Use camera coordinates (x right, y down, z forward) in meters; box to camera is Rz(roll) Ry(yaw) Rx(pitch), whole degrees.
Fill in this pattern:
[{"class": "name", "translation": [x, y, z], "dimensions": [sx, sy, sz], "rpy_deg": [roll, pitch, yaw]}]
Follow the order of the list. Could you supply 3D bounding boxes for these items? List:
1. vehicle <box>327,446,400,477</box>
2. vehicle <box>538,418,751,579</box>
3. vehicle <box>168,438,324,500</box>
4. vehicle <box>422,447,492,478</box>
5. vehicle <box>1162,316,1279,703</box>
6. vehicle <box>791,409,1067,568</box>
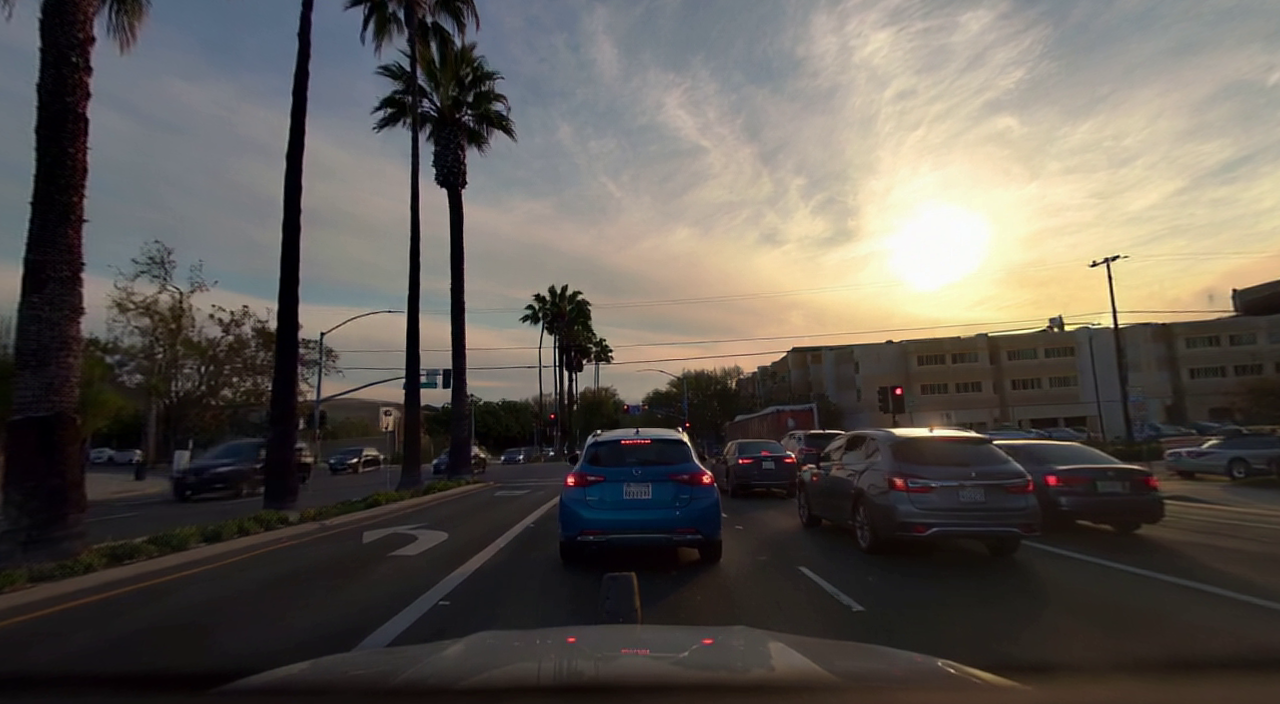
[{"class": "vehicle", "translation": [-16.335, 6.493, 37.684], "dimensions": [2.167, 1.737, 4.824], "rpy_deg": [0, -9, 0]}, {"class": "vehicle", "translation": [0.033, 1.747, 8.273], "dimensions": [2.083, 1.572, 4.021], "rpy_deg": [0, -9, 0]}, {"class": "vehicle", "translation": [-12.580, 3.744, 20.625], "dimensions": [2.180, 1.776, 4.521], "rpy_deg": [0, -9, 0]}, {"class": "vehicle", "translation": [-9.182, 5.554, 32.112], "dimensions": [2.168, 1.462, 4.505], "rpy_deg": [0, -9, 1]}, {"class": "vehicle", "translation": [3.400, 0.461, 0.168], "dimensions": [2.171, 1.806, 5.058], "rpy_deg": [0, -9, 0]}, {"class": "vehicle", "translation": [3.662, 1.810, 9.047], "dimensions": [1.947, 1.725, 4.159], "rpy_deg": [0, -9, 0]}]
